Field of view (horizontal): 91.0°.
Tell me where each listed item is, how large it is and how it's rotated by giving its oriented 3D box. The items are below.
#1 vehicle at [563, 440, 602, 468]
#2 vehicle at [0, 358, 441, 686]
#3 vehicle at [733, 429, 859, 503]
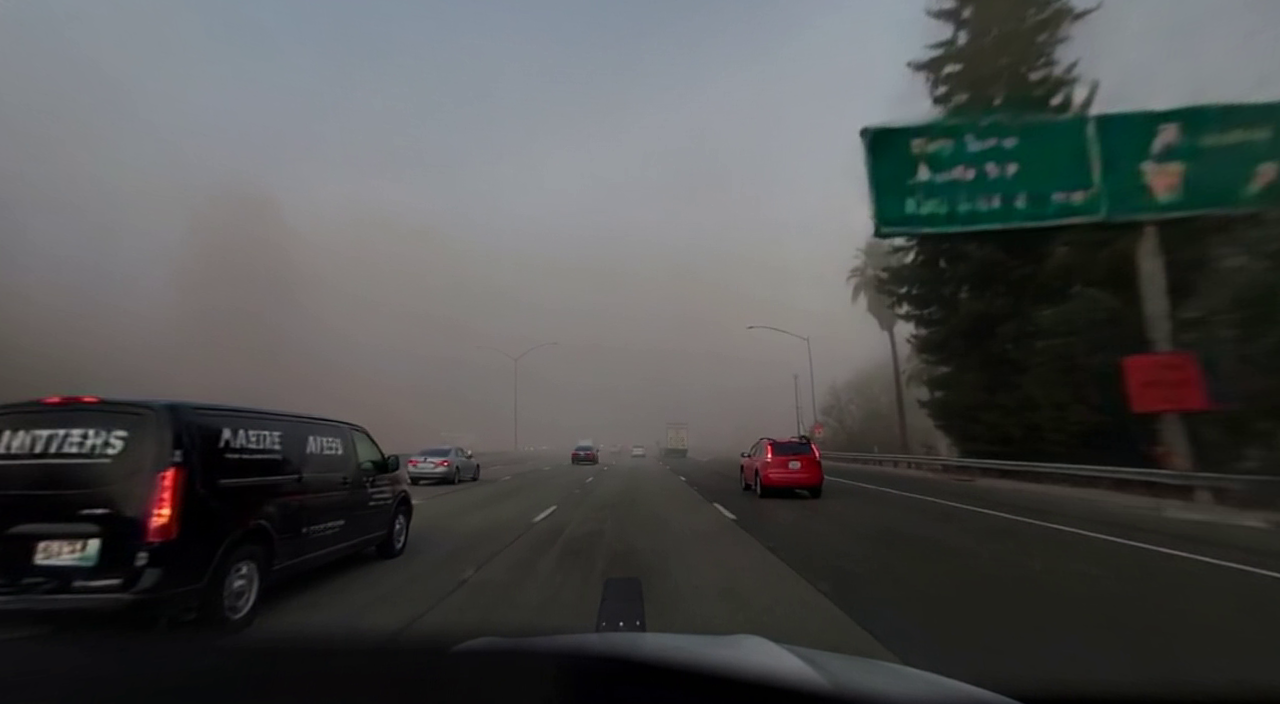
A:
[{"bbox_3d":[-3.645,6.552,40.475,2.017,1.683,4.094,0,-9,1],"label":"vehicle"},{"bbox_3d":[-3.993,1.362,6.333,2.215,1.859,5.375,0,-9,0],"label":"vehicle"},{"bbox_3d":[3.867,2.928,16.563,2.124,1.674,4.494,0,-9,-1],"label":"vehicle"}]
